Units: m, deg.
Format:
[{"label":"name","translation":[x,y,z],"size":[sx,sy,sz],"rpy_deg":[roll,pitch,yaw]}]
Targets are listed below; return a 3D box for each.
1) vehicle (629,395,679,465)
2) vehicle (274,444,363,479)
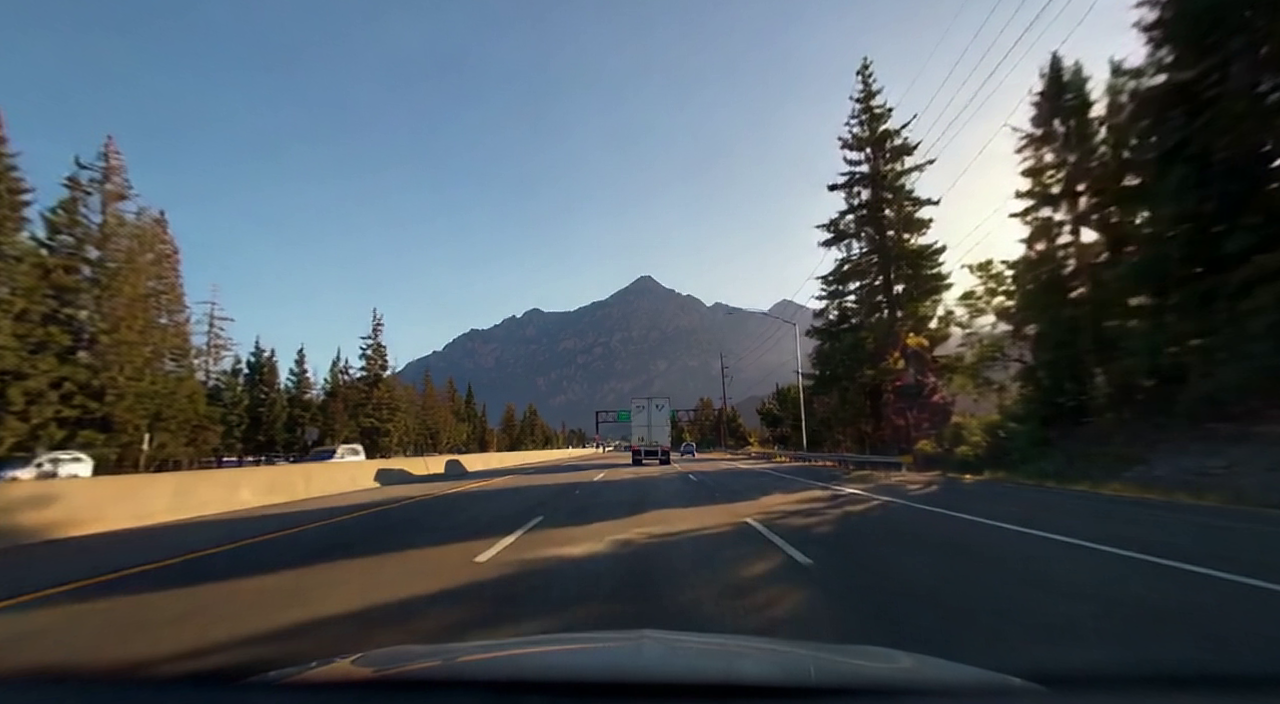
[{"label":"vehicle","translation":[0.771,5.454,42.961],"size":[2.919,4.101,11.541],"rpy_deg":[0,-8,-1]},{"label":"vehicle","translation":[-19.518,6.616,38.657],"size":[2.125,1.916,6.198],"rpy_deg":[-1,-8,1]}]
